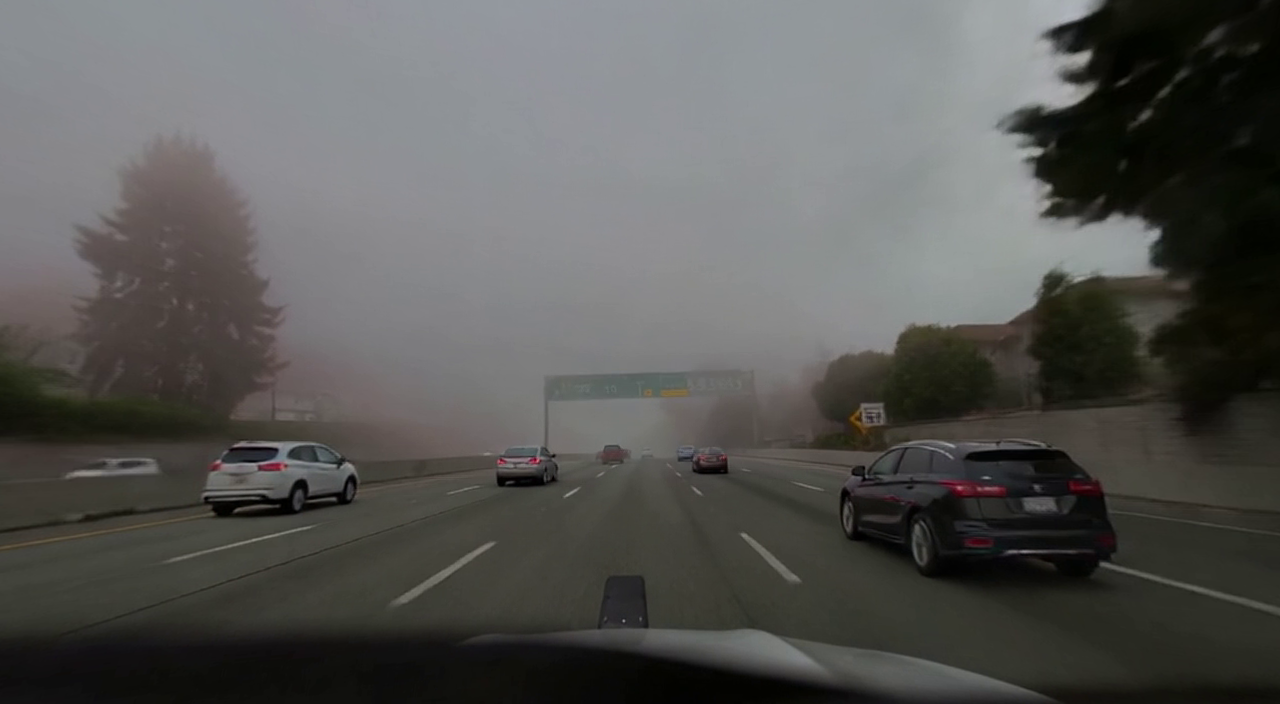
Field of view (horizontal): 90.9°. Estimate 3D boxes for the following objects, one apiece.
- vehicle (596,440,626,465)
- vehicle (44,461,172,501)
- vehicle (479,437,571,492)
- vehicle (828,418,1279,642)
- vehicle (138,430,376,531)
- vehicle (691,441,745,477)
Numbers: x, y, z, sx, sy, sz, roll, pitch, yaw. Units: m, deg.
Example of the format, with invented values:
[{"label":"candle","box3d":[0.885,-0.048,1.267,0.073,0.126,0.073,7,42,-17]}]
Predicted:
[{"label":"vehicle","box3d":[-2.142,7.614,47.919,2.183,1.764,4.134,0,-8,-1]},{"label":"vehicle","box3d":[-23.245,5.620,27.824,1.789,1.458,4.362,0,-8,1]},{"label":"vehicle","box3d":[-3.609,3.612,20.636,2.136,1.571,4.285,0,-8,1]},{"label":"vehicle","box3d":[3.556,1.525,6.506,1.912,1.509,4.291,0,-8,0]},{"label":"vehicle","box3d":[-7.348,2.475,12.789,2.057,1.681,4.277,0,-8,1]},{"label":"vehicle","box3d":[3.320,4.641,27.576,1.854,1.438,3.954,0,-8,0]}]
